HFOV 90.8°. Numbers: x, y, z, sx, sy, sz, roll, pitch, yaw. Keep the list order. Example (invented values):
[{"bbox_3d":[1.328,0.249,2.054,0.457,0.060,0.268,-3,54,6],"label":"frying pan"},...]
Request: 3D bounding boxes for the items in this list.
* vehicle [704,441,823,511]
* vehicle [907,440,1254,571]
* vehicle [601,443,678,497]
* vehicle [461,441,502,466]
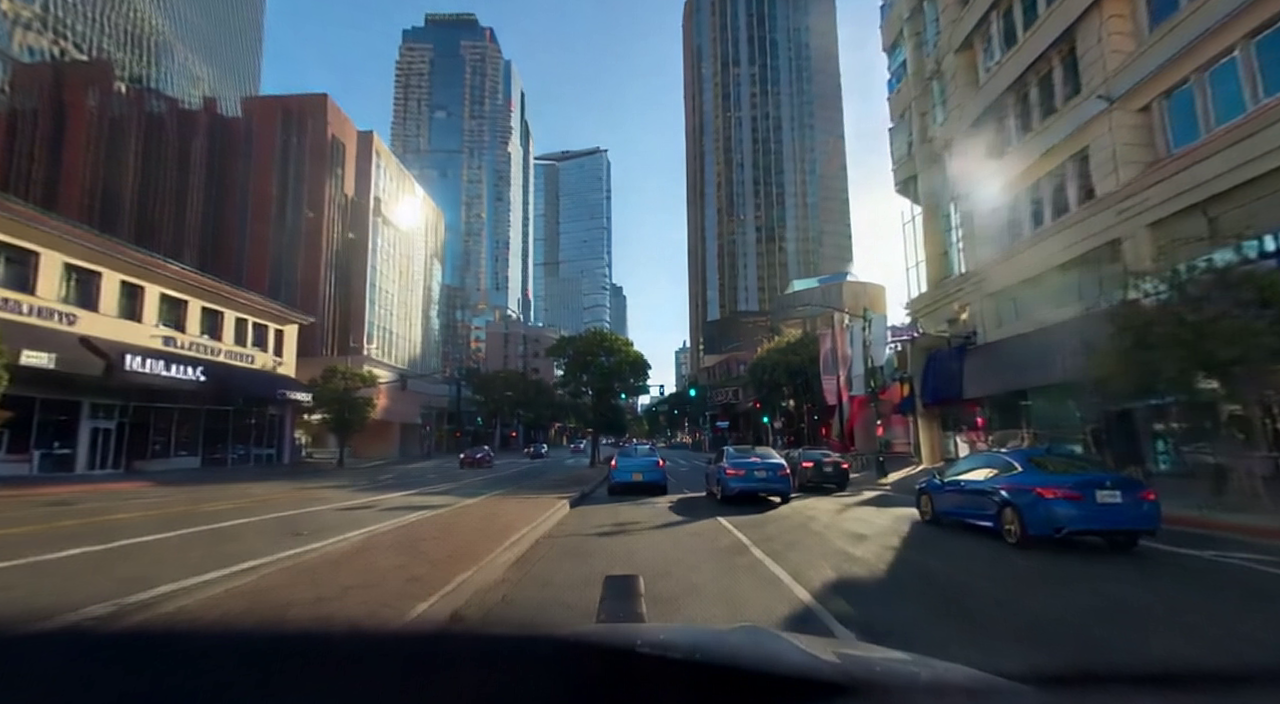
[{"bbox_3d":[2.900,3.000,15.871,1.987,1.484,4.427,0,-8,-1],"label":"vehicle"},{"bbox_3d":[6.100,2.123,9.686,1.914,1.484,4.639,0,-8,-1],"label":"vehicle"},{"bbox_3d":[-0.031,3.523,19.347,2.096,1.457,4.160,0,-8,-1],"label":"vehicle"},{"bbox_3d":[-11.938,7.656,47.880,1.861,1.780,4.814,0,-8,1],"label":"vehicle"}]
